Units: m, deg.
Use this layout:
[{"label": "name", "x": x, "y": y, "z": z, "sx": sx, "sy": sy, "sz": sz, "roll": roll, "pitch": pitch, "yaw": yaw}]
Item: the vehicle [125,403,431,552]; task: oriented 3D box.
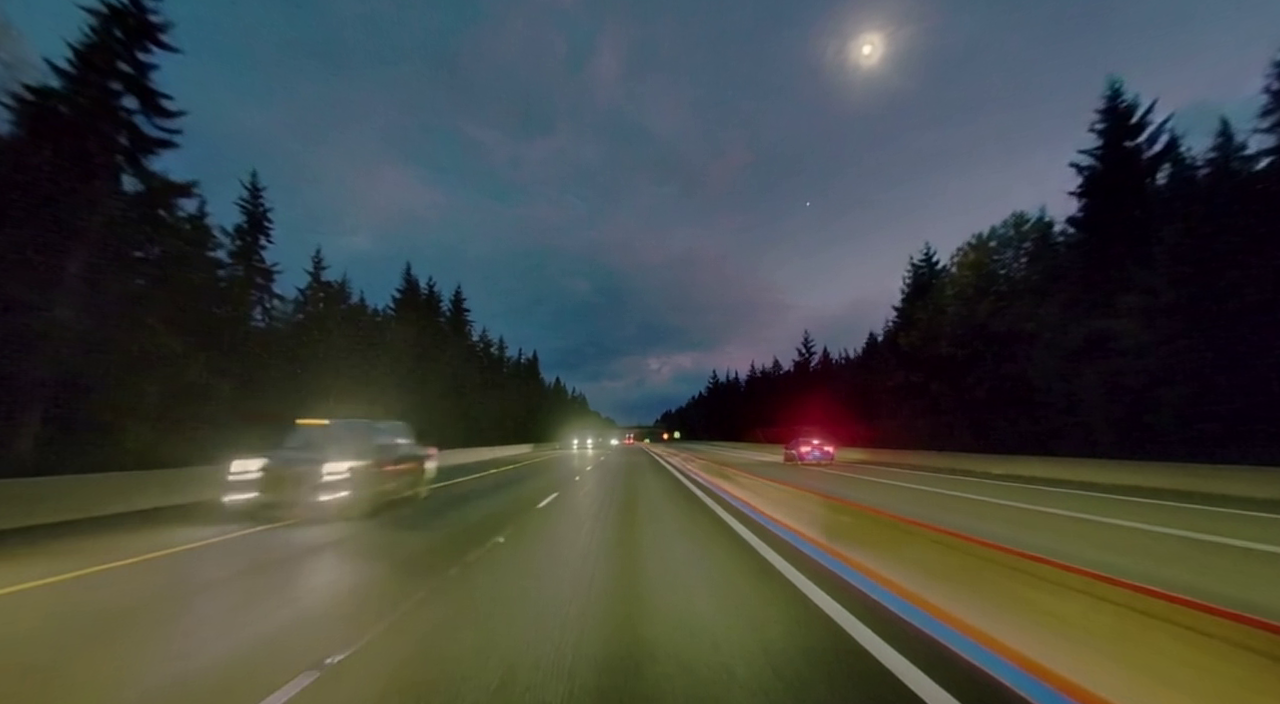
[{"label": "vehicle", "x": -5.010, "y": 1.784, "z": 9.710, "sx": 2.067, "sy": 1.721, "sz": 4.529, "roll": 0, "pitch": -8, "yaw": -1}]
